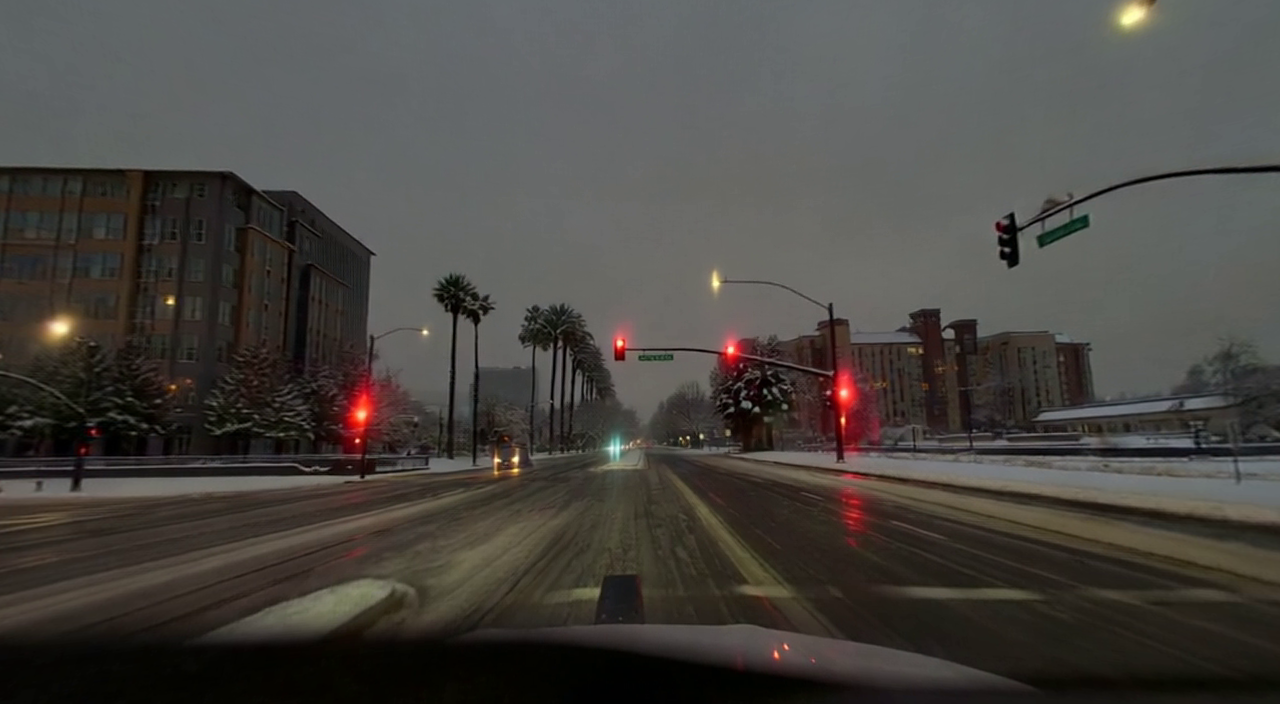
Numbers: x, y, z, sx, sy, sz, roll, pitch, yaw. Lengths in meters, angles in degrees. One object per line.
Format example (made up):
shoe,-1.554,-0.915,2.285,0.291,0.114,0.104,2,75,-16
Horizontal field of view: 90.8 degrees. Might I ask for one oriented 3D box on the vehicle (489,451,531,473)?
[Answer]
vehicle,-9.416,8.022,46.118,2.149,1.477,4.186,0,-9,0
